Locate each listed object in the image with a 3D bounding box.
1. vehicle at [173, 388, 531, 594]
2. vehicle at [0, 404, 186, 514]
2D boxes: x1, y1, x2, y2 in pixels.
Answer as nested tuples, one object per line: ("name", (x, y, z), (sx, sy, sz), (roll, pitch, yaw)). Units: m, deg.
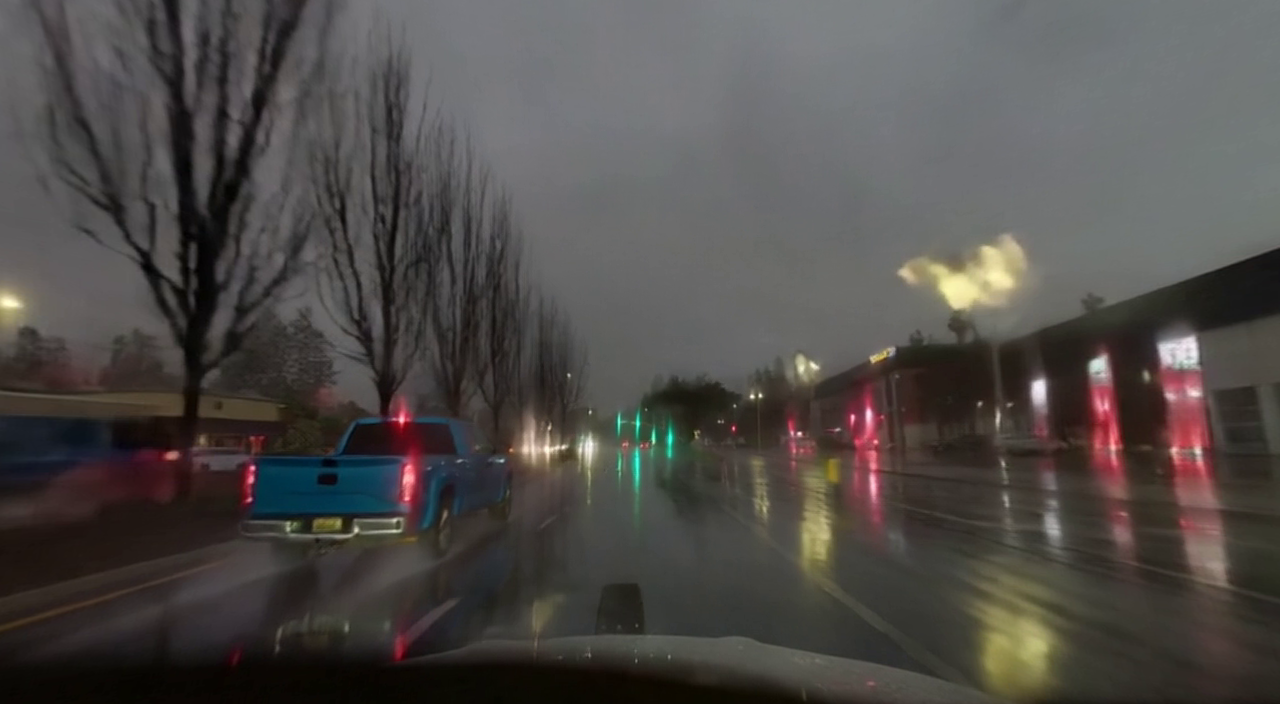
("vehicle", (-2.988, 1.615, 8.268), (2.065, 1.790, 5.417), (0, -9, 1))
("vehicle", (-14.371, 2.422, 14.444), (2.745, 2.191, 6.928), (0, -9, -1))
